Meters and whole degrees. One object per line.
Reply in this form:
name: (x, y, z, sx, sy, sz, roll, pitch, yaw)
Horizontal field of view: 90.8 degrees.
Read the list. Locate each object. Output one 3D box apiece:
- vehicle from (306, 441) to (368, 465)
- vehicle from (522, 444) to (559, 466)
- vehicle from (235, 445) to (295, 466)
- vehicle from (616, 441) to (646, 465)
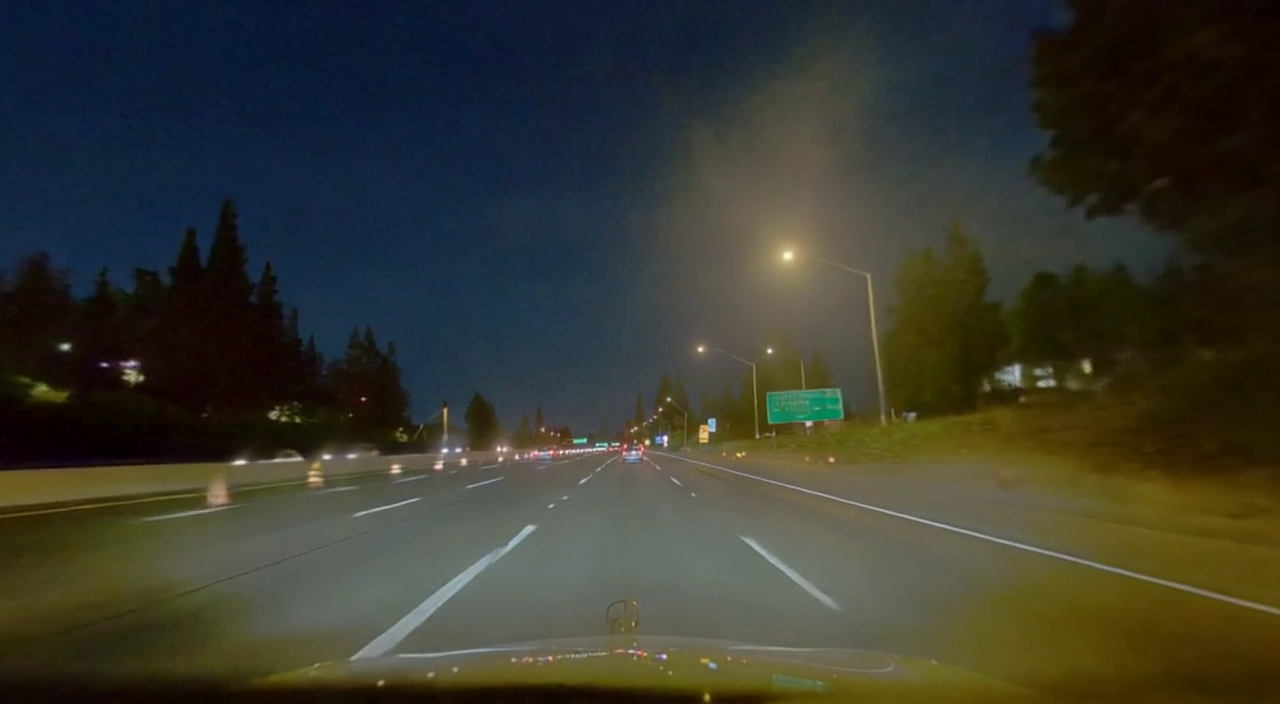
vehicle: (-21.202, 7.069, 44.437, 1.989, 1.587, 4.874, 0, -9, 0)
vehicle: (-7.135, 7.442, 45.827, 1.997, 1.507, 4.248, 0, -9, 0)
vehicle: (-27.839, 7.702, 47.062, 1.850, 1.472, 4.354, 0, -9, -1)
vehicle: (-0.690, 7.389, 46.162, 2.109, 1.638, 3.856, 0, -9, -1)
